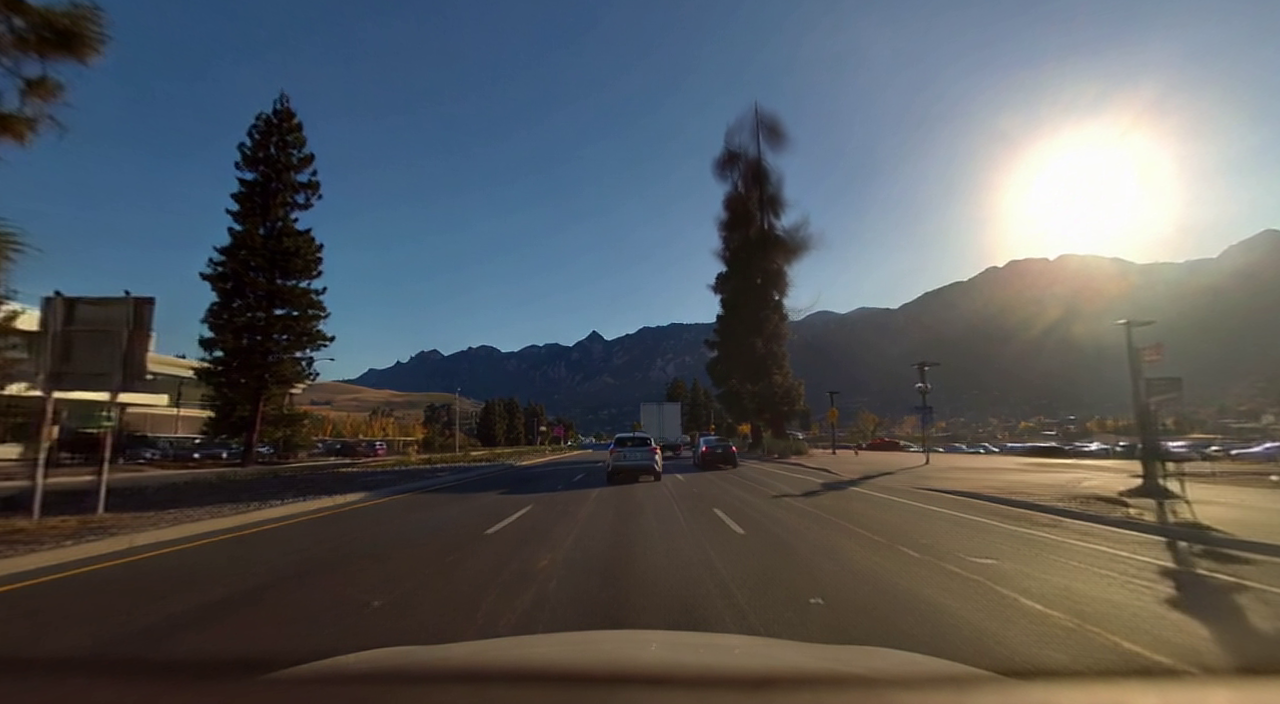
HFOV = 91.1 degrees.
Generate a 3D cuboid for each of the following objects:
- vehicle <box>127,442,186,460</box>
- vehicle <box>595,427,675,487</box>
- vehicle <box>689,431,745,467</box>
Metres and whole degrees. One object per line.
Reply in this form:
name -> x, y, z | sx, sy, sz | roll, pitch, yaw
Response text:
vehicle -> -36.497, 7.491, 47.476 | 3.245, 1.338, 1.536 | 4, -9, -27
vehicle -> -0.162, 3.190, 19.373 | 2.193, 1.651, 3.946 | 0, -8, -1
vehicle -> 3.663, 4.725, 30.702 | 2.088, 1.655, 4.360 | 0, -8, -1
